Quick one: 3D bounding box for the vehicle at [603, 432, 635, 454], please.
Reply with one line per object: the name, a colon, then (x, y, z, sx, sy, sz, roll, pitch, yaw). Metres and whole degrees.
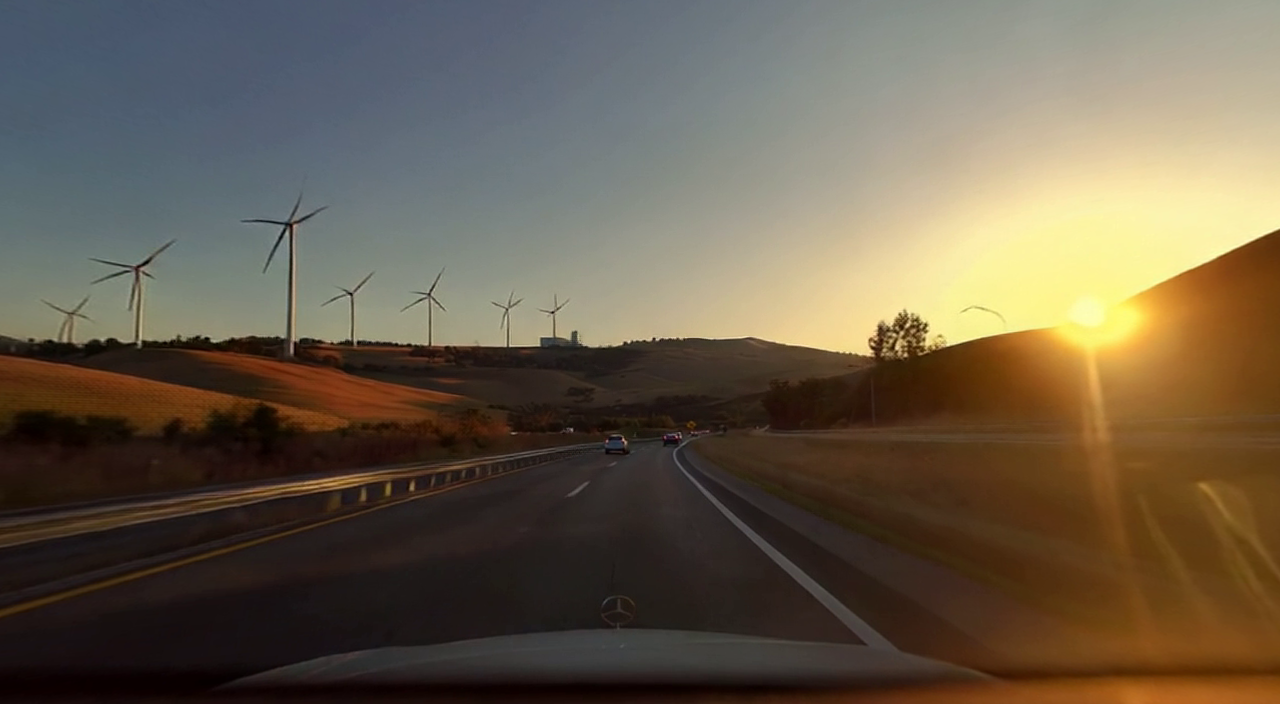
vehicle: (-1.610, 7.108, 49.173, 2.123, 1.629, 4.180, 0, -8, 3)
